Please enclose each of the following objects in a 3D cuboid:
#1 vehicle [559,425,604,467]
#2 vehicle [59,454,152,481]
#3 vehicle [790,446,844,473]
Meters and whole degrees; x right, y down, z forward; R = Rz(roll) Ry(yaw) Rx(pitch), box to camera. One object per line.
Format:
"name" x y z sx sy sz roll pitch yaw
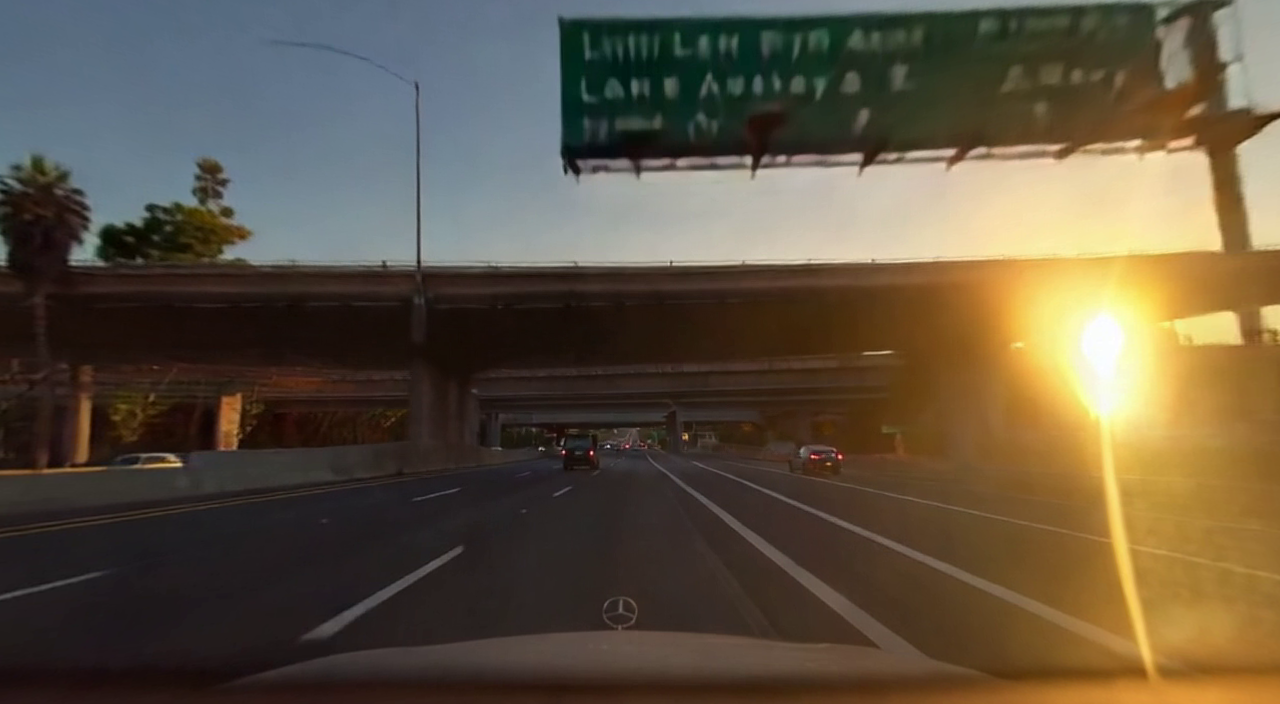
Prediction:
"vehicle" -4.323 7.138 48.054 2.881 2.937 7.045 0 -9 -2
"vehicle" -33.725 7.278 40.048 1.853 1.523 4.619 0 -9 0
"vehicle" 10.524 6.432 37.928 2.035 1.491 4.246 0 -9 1
